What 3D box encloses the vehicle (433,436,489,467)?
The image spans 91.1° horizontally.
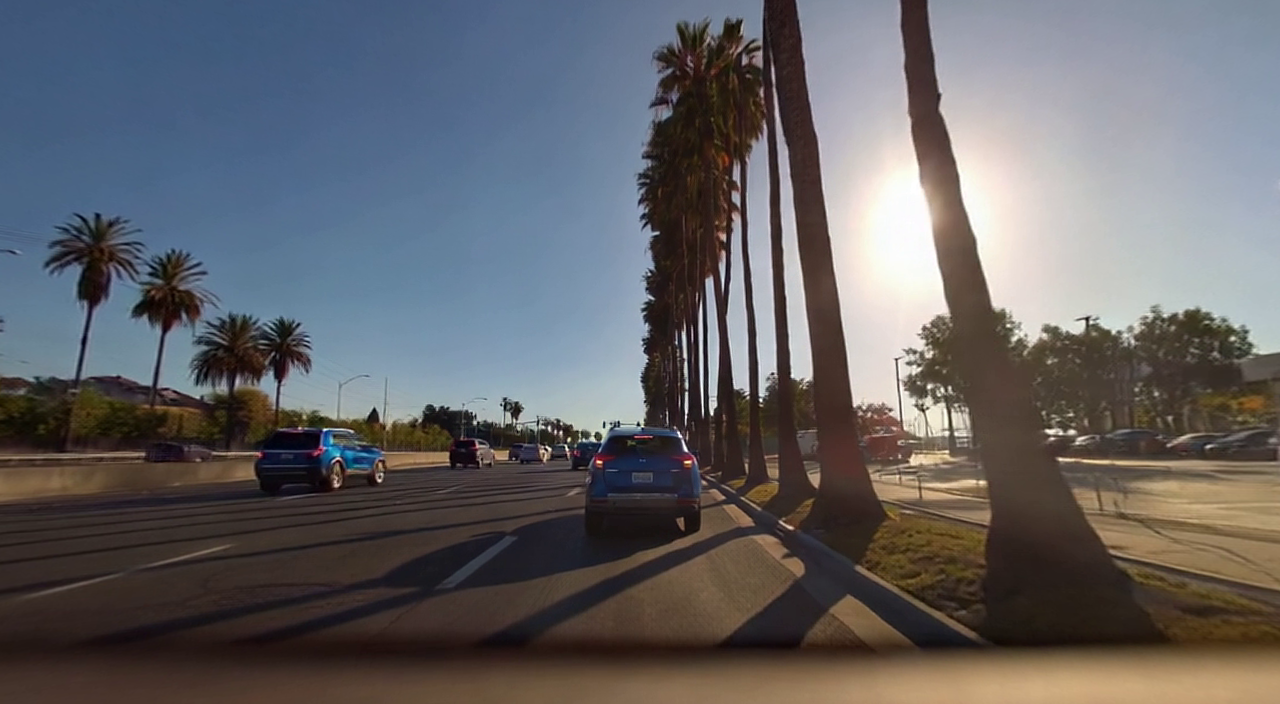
[{"bbox_3d":[-10.556,5.900,37.384,1.965,1.743,4.327,0,-8,1],"label":"vehicle"}]

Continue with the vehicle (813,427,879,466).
[{"bbox_3d":[8.246,3.760,24.958,1.837,1.416,3.947,-4,-9,27],"label":"vehicle"}]

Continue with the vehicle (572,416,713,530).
[{"bbox_3d":[0.069,2.133,11.531,2.121,1.710,3.893,0,-8,1],"label":"vehicle"}]

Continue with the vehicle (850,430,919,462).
[{"bbox_3d":[12.075,4.687,31.252,1.681,1.503,3.781,1,-8,-4],"label":"vehicle"}]

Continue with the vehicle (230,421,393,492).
[{"bbox_3d":[-10.045,3.248,19.876,2.269,1.934,5.350,0,-8,0],"label":"vehicle"}]

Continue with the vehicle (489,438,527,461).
[{"bbox_3d":[-10.442,7.762,49.897,1.998,1.731,4.952,0,-8,-1],"label":"vehicle"}]

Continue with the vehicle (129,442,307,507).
[{"bbox_3d":[-10.038,2.900,15.306,1.924,1.384,3.426,0,-8,0],"label":"vehicle"}]

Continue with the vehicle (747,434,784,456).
[{"bbox_3d":[9.160,6.835,46.167,1.929,1.496,4.245,0,-8,0],"label":"vehicle"}]
